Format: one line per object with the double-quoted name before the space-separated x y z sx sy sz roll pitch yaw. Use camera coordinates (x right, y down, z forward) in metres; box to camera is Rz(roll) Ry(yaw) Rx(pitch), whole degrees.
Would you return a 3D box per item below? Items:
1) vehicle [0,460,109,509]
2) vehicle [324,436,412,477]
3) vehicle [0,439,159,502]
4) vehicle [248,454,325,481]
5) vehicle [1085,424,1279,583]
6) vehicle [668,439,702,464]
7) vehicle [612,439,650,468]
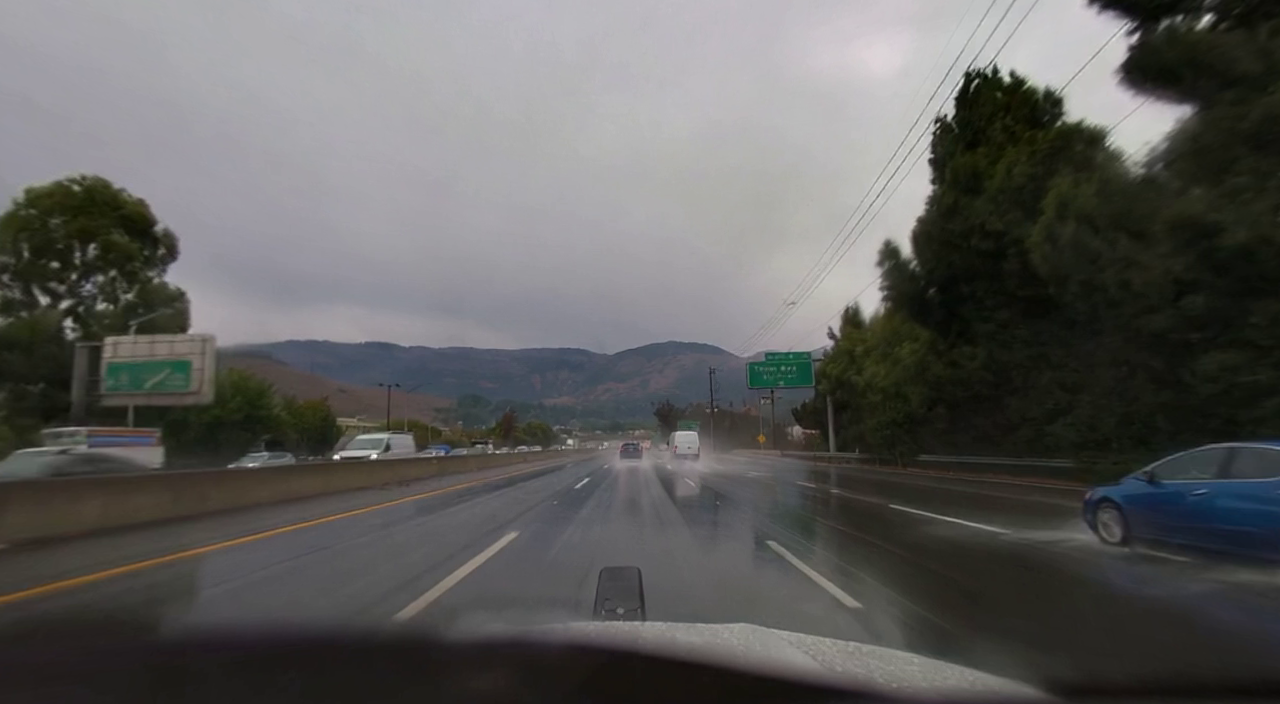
"vehicle" -21.020 4.438 21.437 2.019 1.468 4.558 0 -9 0
"vehicle" -13.790 5.336 32.495 2.181 1.941 5.247 0 -9 0
"vehicle" -25.344 5.015 27.428 3.257 2.357 7.209 0 -9 -1
"vehicle" -21.459 7.011 38.588 2.063 1.474 4.684 0 -9 -1
"vehicle" 7.081 1.440 6.050 2.111 1.482 4.734 0 -9 -1
"vehicle" 3.347 7.533 47.860 2.036 1.796 4.470 0 -9 -2
"vehicle" -0.578 6.523 40.731 2.325 1.712 4.592 0 -9 0
